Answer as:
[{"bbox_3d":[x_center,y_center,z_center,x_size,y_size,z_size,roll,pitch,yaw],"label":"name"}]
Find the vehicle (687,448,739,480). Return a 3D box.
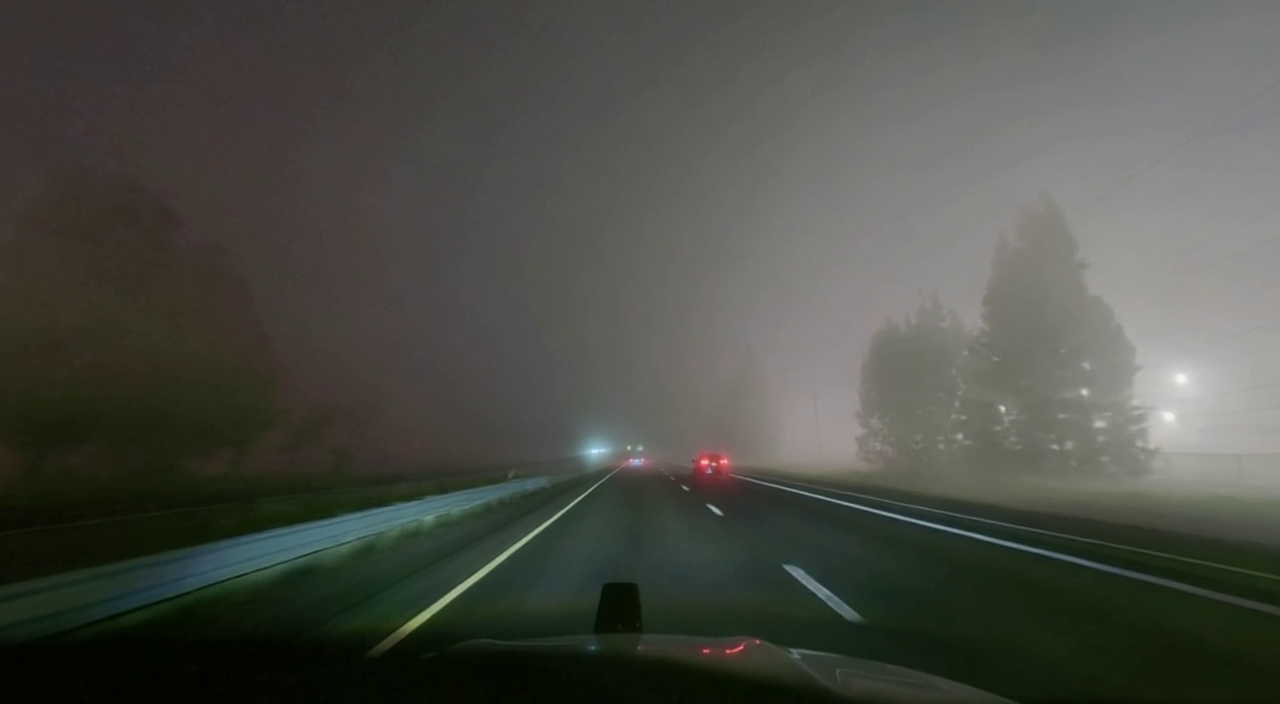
[{"bbox_3d":[3.627,5.663,32.114,2.115,1.522,4.330,0,-9,-1],"label":"vehicle"}]
